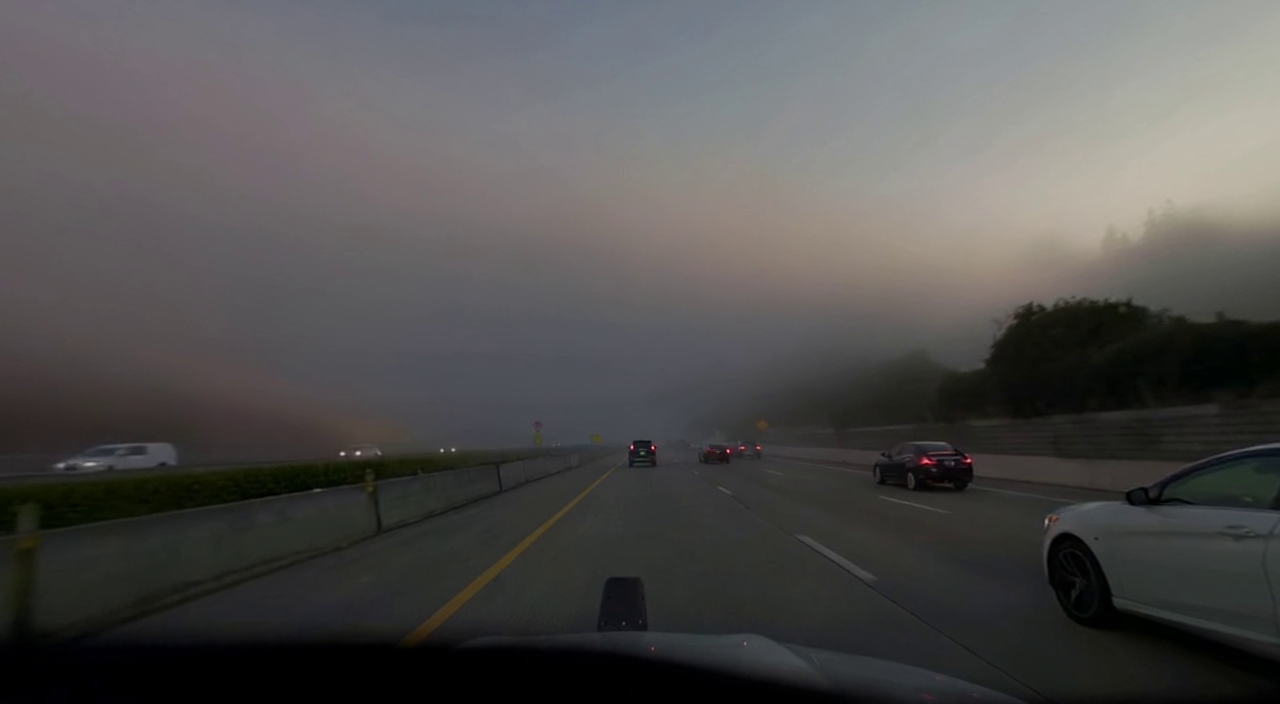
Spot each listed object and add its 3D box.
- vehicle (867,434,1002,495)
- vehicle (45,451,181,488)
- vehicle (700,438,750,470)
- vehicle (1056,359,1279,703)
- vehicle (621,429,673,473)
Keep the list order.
[{"bbox_3d":[8.158,3.123,17.941,1.810,1.516,4.183,0,-8,0],"label":"vehicle"},{"bbox_3d":[-24.102,5.364,29.129,2.150,1.473,4.817,0,-8,0],"label":"vehicle"},{"bbox_3d":[4.172,5.080,31.562,1.825,1.487,4.034,0,-8,-1],"label":"vehicle"},{"bbox_3d":[3.788,0.748,1.967,2.003,1.661,4.418,-1,-8,1],"label":"vehicle"},{"bbox_3d":[0.280,4.484,28.769,2.189,1.852,4.038,0,-8,0],"label":"vehicle"}]
